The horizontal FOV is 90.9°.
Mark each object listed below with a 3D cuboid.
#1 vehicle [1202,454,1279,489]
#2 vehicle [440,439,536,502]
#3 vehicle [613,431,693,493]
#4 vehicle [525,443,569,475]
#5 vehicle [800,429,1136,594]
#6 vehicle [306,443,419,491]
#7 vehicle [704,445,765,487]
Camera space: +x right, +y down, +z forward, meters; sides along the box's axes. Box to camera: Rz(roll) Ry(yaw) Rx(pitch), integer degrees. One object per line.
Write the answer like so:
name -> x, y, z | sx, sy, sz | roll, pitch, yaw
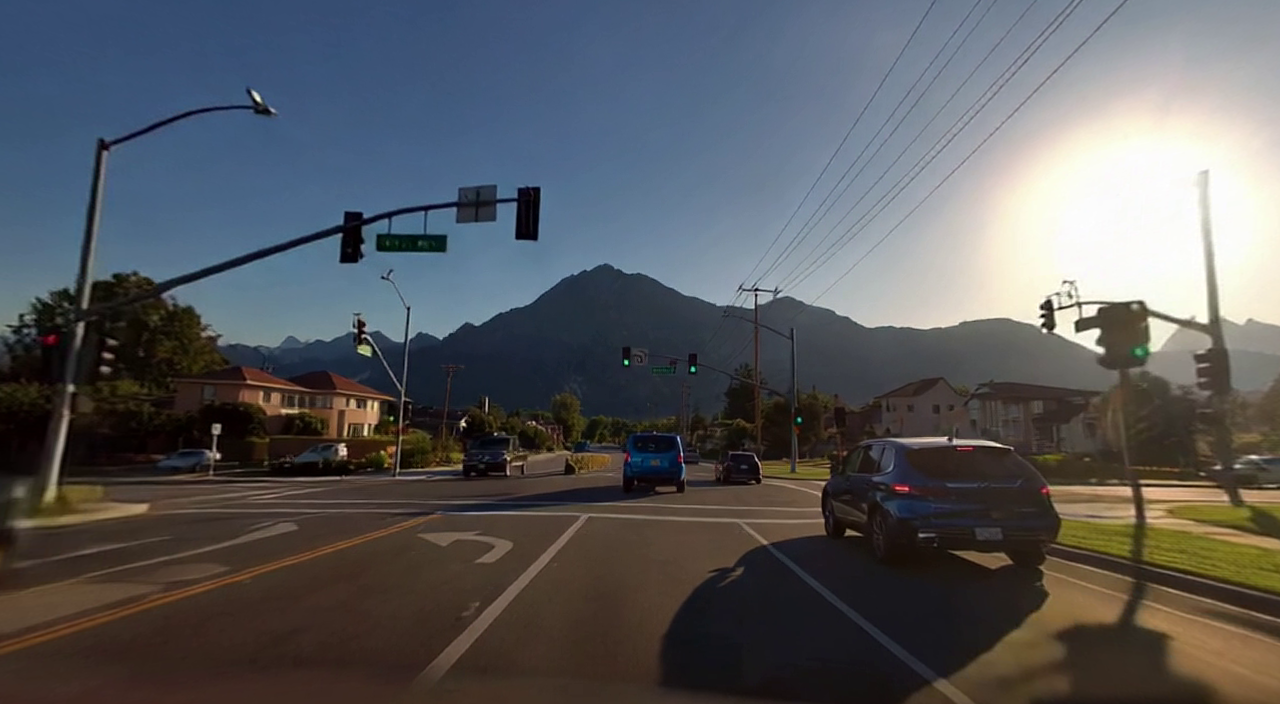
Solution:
vehicle -> 29.145, 5.453, 28.935 | 4.649, 1.481, 2.019 | 0, -9, 1
vehicle -> -4.960, 3.676, 20.082 | 2.059, 1.749, 4.458 | 4, -9, -25
vehicle -> 0.445, 4.011, 23.420 | 2.636, 2.011, 5.130 | 0, -8, 0
vehicle -> -5.568, 6.426, 38.073 | 1.983, 1.801, 4.391 | 0, -8, 0
vehicle -> 3.951, 1.980, 8.842 | 2.155, 1.658, 4.721 | 0, -8, 0
vehicle -> -11.860, 4.848, 26.931 | 4.530, 1.864, 1.999 | -5, -10, 29
vehicle -> 3.901, 4.776, 26.794 | 1.957, 1.646, 4.355 | 0, -8, 0
